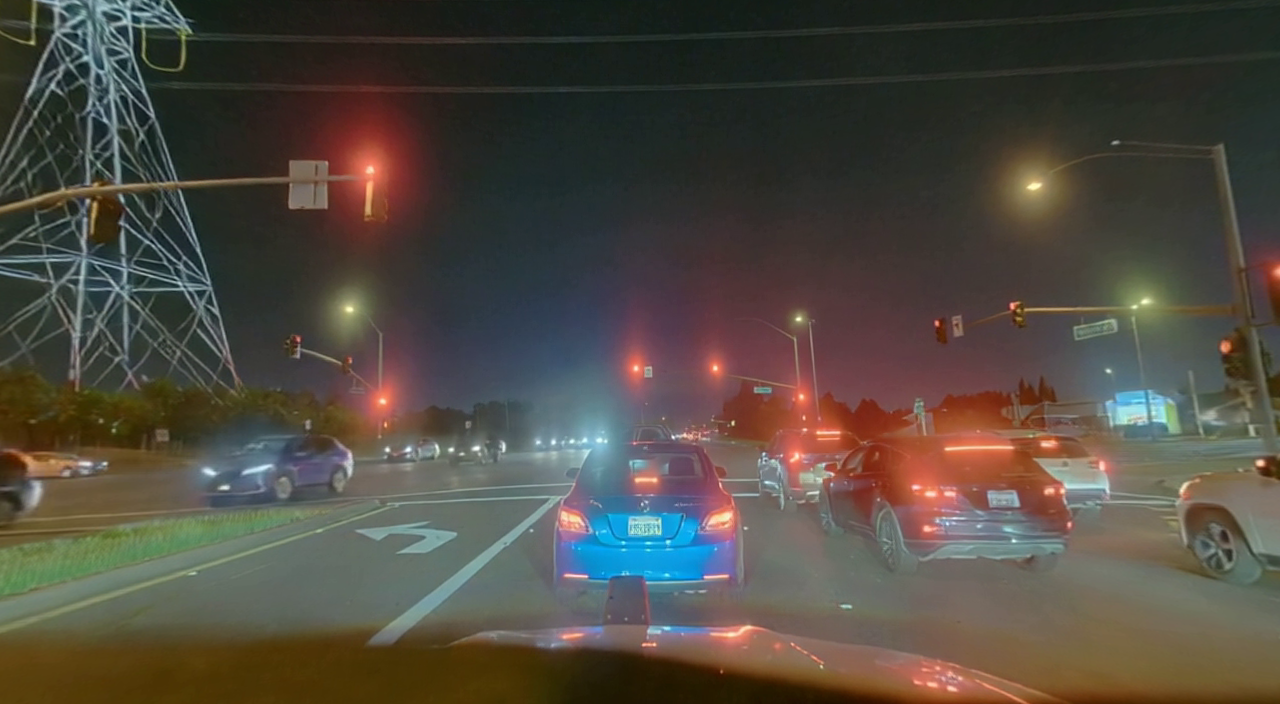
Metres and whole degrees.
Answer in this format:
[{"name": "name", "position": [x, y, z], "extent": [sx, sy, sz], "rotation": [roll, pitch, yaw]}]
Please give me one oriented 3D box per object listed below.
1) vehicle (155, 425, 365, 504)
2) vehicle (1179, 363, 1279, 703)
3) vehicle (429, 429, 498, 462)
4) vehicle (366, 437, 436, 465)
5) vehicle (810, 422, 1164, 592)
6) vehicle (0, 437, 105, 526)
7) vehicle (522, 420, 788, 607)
[{"name": "vehicle", "position": [-10.142, 3.045, 17.619], "extent": [2.161, 1.818, 5.672], "rotation": [-1, -8, 2]}, {"name": "vehicle", "position": [3.402, 0.584, 0.616], "extent": [1.926, 1.614, 4.330], "rotation": [0, -8, 1]}, {"name": "vehicle", "position": [-9.792, 5.270, 35.472], "extent": [2.239, 1.719, 4.948], "rotation": [-1, -8, 3]}, {"name": "vehicle", "position": [-13.528, 5.632, 36.006], "extent": [1.982, 1.469, 4.583], "rotation": [-1, -8, 3]}, {"name": "vehicle", "position": [3.642, 1.678, 7.712], "extent": [1.835, 1.473, 4.190], "rotation": [0, -8, -2]}, {"name": "vehicle", "position": [-13.625, 2.560, 12.434], "extent": [1.939, 1.727, 4.695], "rotation": [0, -8, 0]}, {"name": "vehicle", "position": [0.102, 1.592, 7.117], "extent": [2.117, 1.474, 4.036], "rotation": [0, -8, 0]}]
